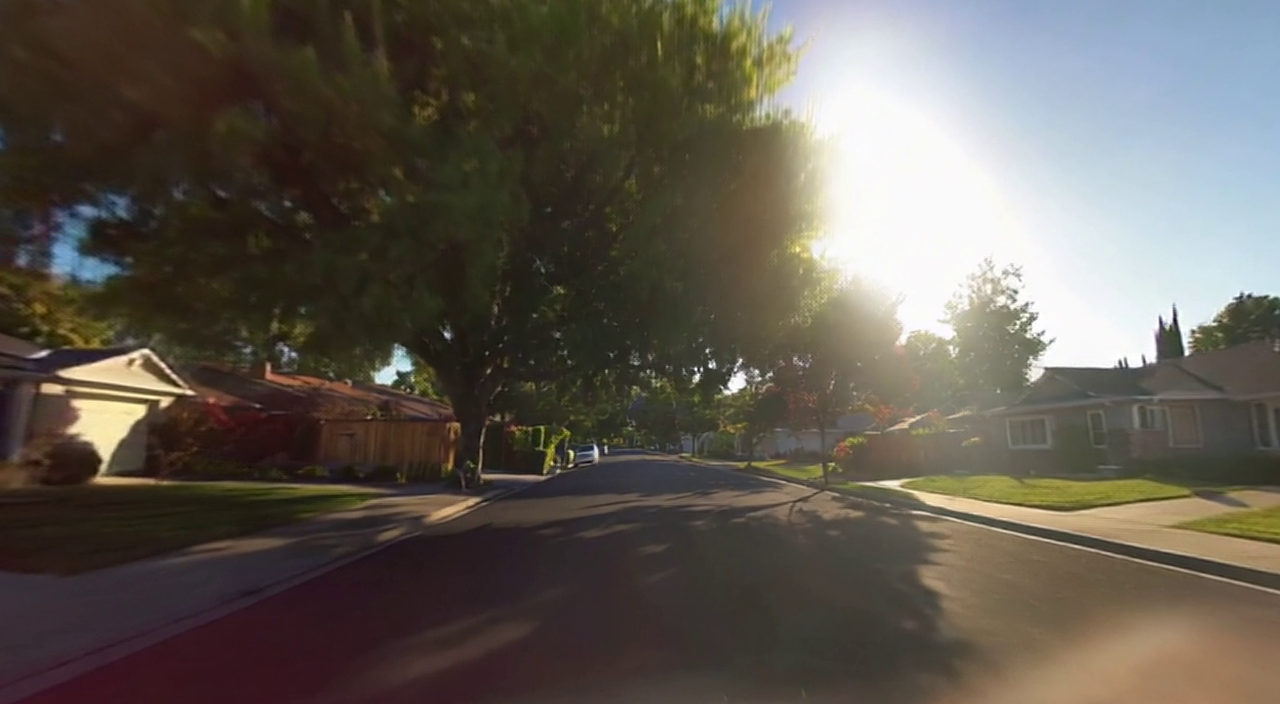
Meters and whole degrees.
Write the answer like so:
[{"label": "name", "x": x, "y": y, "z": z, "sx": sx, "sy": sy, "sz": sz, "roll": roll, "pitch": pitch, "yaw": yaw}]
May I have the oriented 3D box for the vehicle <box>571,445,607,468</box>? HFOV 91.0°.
[{"label": "vehicle", "x": -3.364, "y": 7.024, "z": 42.509, "sx": 2.017, "sy": 1.397, "sz": 4.004, "roll": -1, "pitch": -8, "yaw": 2}]
